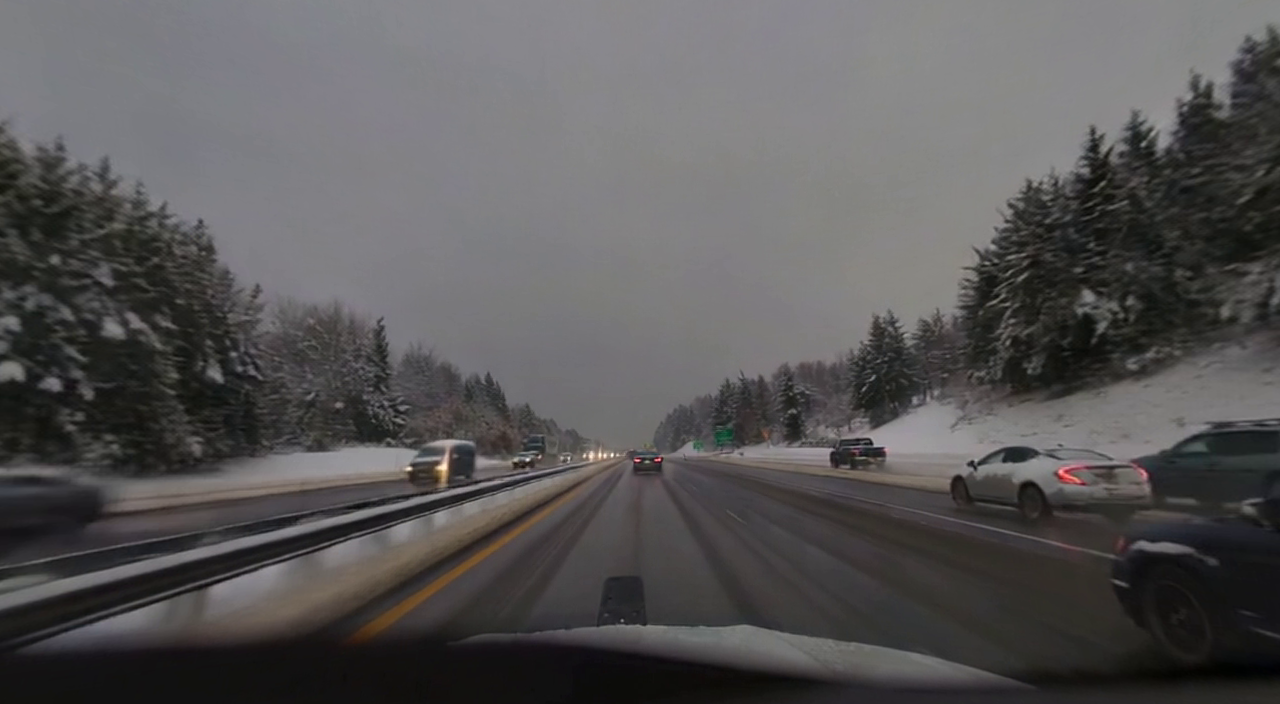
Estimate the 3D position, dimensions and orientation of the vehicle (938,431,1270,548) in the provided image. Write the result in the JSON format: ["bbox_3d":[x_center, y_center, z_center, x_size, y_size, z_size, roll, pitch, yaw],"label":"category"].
[{"bbox_3d":[7.200,2.163,10.639,1.977,1.502,4.670,0,-9,-1],"label":"vehicle"}]

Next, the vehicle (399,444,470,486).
[{"bbox_3d":[-10.992,6.054,34.139,2.132,2.054,5.061,0,-9,-1],"label":"vehicle"}]

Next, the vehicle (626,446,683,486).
[{"bbox_3d":[0.551,4.690,26.243,2.177,1.520,4.278,0,-9,0],"label":"vehicle"}]

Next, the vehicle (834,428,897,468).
[{"bbox_3d":[14.851,6.363,41.828,2.115,2.446,5.323,0,-9,0],"label":"vehicle"}]

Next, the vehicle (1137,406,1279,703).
[{"bbox_3d":[3.699,0.740,1.168,2.029,1.475,4.279,0,-9,0],"label":"vehicle"}]
